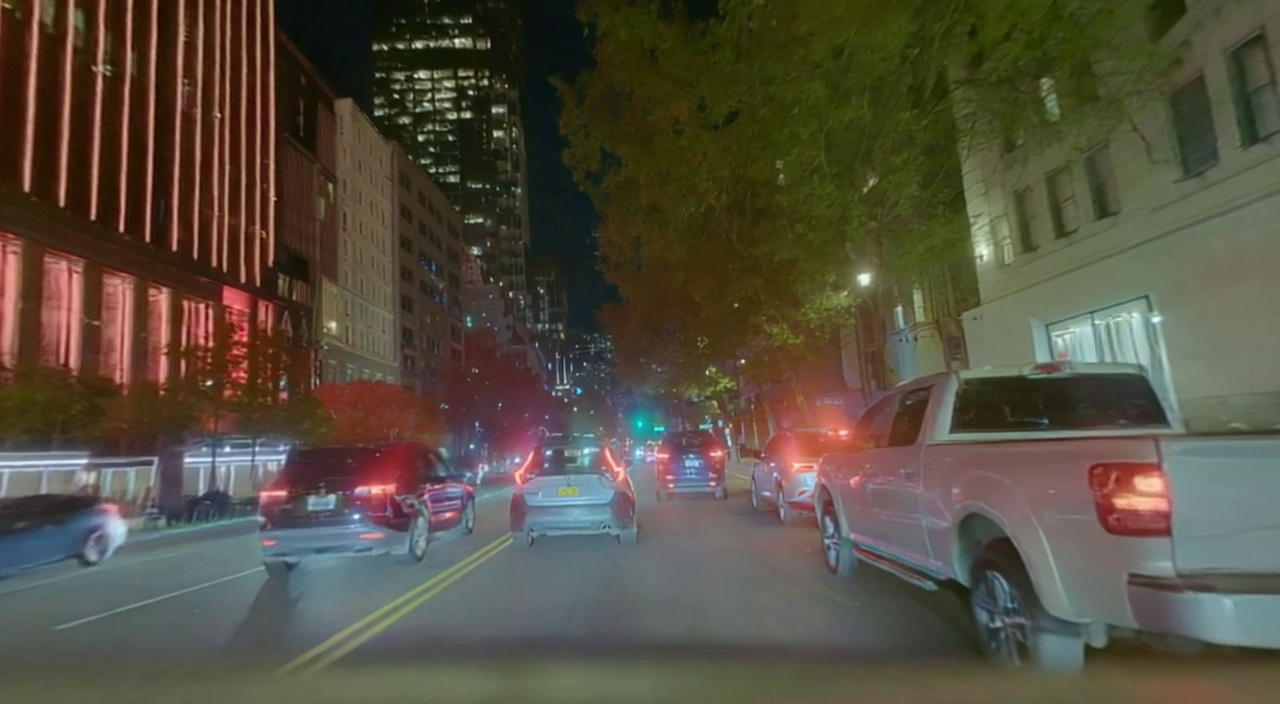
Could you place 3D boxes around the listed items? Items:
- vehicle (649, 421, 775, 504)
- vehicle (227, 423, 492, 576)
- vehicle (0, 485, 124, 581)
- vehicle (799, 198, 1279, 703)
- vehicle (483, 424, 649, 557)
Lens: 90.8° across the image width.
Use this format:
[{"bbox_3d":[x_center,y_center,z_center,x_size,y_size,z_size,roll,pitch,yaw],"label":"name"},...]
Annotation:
[{"bbox_3d":[2.189,3.034,17.720,2.352,1.953,4.798,-3,-9,21],"label":"vehicle"},{"bbox_3d":[-3.937,2.131,10.007,2.000,1.818,4.668,0,-9,1],"label":"vehicle"},{"bbox_3d":[-12.400,3.358,11.592,2.071,1.505,4.479,0,-9,0],"label":"vehicle"},{"bbox_3d":[2.988,0.908,4.535,2.225,2.070,5.264,0,-9,-1],"label":"vehicle"},{"bbox_3d":[-0.914,2.065,10.066,2.076,1.667,3.948,0,-8,1],"label":"vehicle"}]
